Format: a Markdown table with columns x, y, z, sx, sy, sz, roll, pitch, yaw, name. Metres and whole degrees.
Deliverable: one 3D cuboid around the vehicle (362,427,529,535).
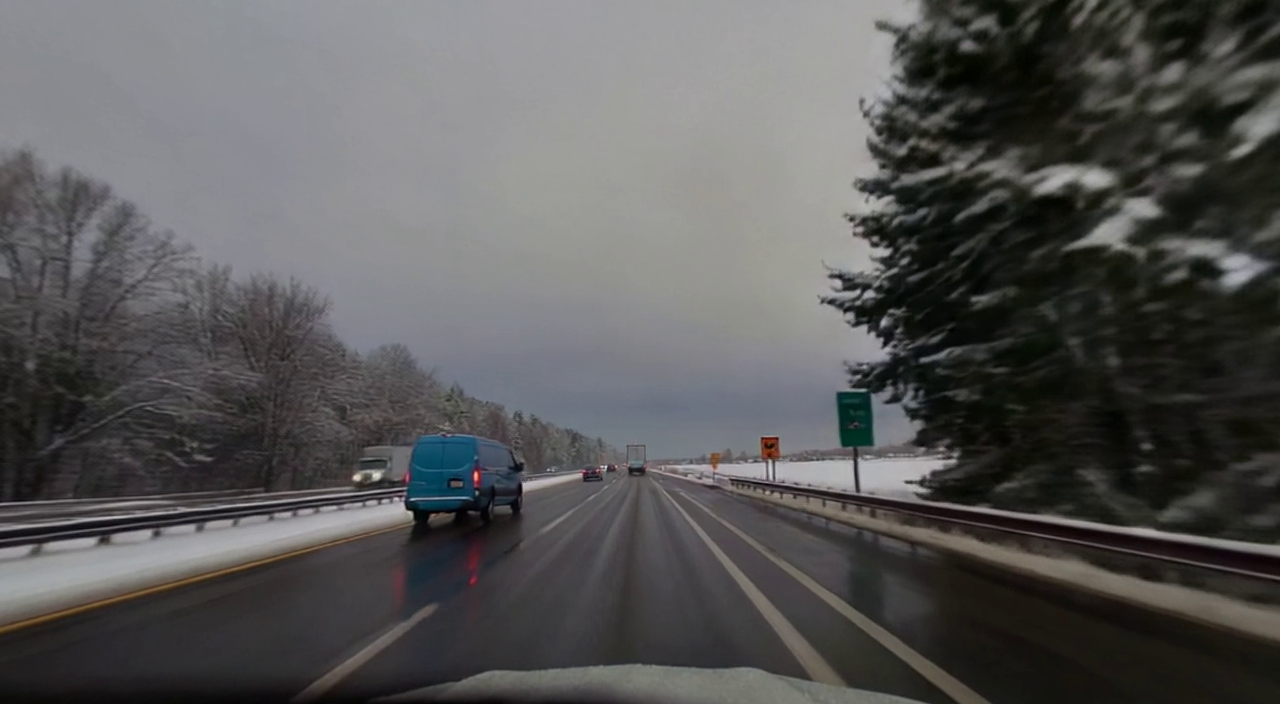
| x | y | z | sx | sy | sz | roll | pitch | yaw | name |
| --- | --- | --- | --- | --- | --- | --- | --- | --- | --- |
| -4.066 | 2.856 | 14.254 | 2.208 | 1.973 | 4.716 | 0 | -10 | 0 | vehicle |
